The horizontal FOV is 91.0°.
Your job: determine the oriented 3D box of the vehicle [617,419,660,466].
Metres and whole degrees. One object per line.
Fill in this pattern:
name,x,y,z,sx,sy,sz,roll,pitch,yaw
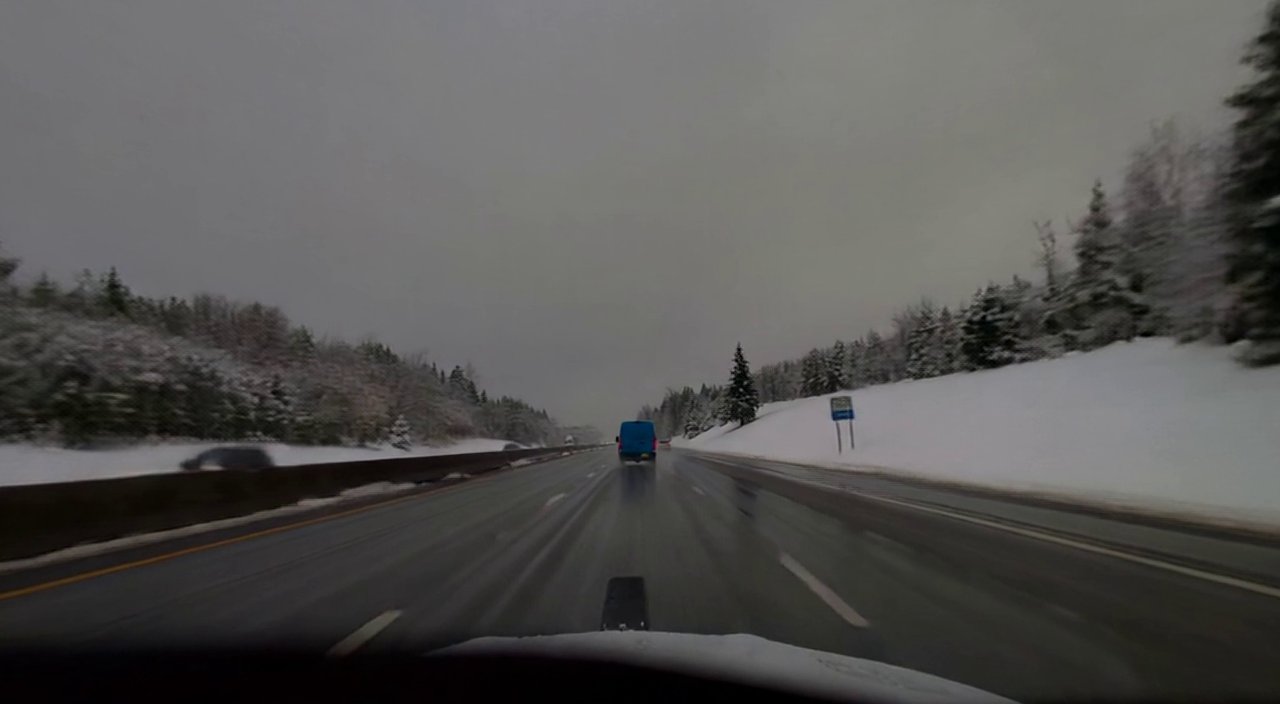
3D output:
vehicle,-0.102,5.265,36.544,2.329,2.483,5.428,0,-8,0
